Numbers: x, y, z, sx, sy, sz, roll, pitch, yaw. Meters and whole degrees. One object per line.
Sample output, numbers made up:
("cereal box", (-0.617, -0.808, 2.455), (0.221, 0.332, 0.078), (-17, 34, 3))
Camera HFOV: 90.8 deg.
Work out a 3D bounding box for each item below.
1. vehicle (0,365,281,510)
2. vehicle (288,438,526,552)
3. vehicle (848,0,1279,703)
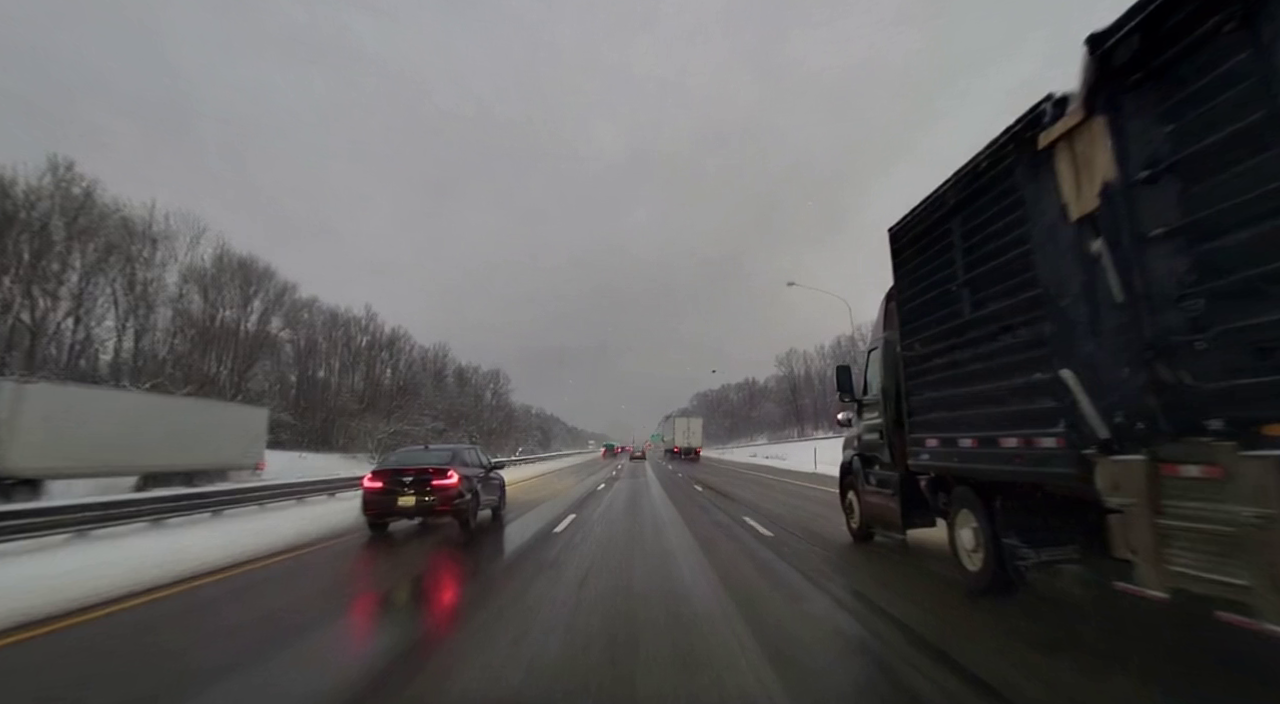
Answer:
("vehicle", (-18.975, 3.278, 23.148), (2.938, 3.947, 14.434), (0, -9, 1))
("vehicle", (-3.420, 2.209, 10.465), (2.121, 1.445, 4.651), (0, -9, 1))
("vehicle", (4.353, 0.215, 5.607), (2.947, 3.957, 5.916), (0, -9, 1))
